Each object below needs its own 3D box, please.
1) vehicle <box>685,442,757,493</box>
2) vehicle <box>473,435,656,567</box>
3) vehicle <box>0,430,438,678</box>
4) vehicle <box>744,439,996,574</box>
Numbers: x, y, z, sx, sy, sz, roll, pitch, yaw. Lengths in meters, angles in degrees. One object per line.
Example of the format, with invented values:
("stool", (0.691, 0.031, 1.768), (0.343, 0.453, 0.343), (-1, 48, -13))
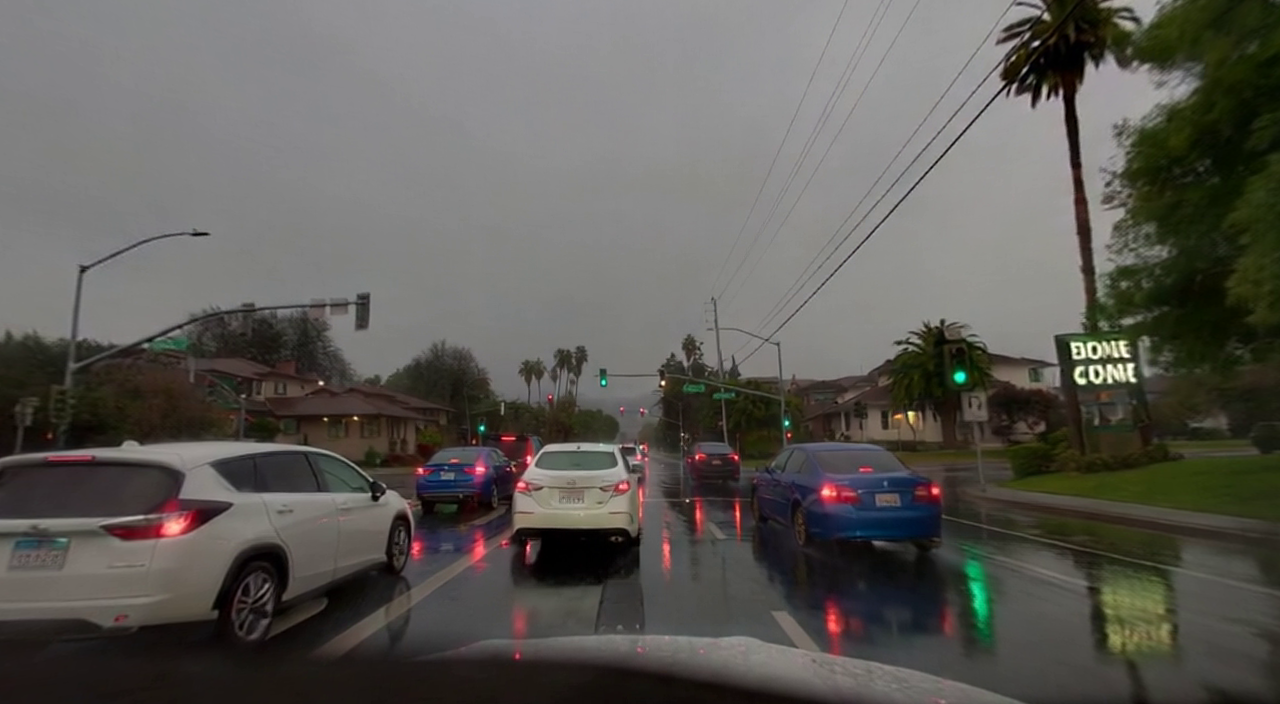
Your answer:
("vehicle", (2.758, 4.033, 22.407), (1.956, 1.615, 4.205), (0, -8, -1))
("vehicle", (-0.911, 2.003, 9.253), (2.104, 1.500, 3.815), (0, -8, -1))
("vehicle", (-3.699, 1.556, 6.107), (2.058, 1.474, 4.473), (0, -8, -1))
("vehicle", (2.898, 2.029, 9.190), (2.014, 1.464, 4.312), (0, -8, 0))
